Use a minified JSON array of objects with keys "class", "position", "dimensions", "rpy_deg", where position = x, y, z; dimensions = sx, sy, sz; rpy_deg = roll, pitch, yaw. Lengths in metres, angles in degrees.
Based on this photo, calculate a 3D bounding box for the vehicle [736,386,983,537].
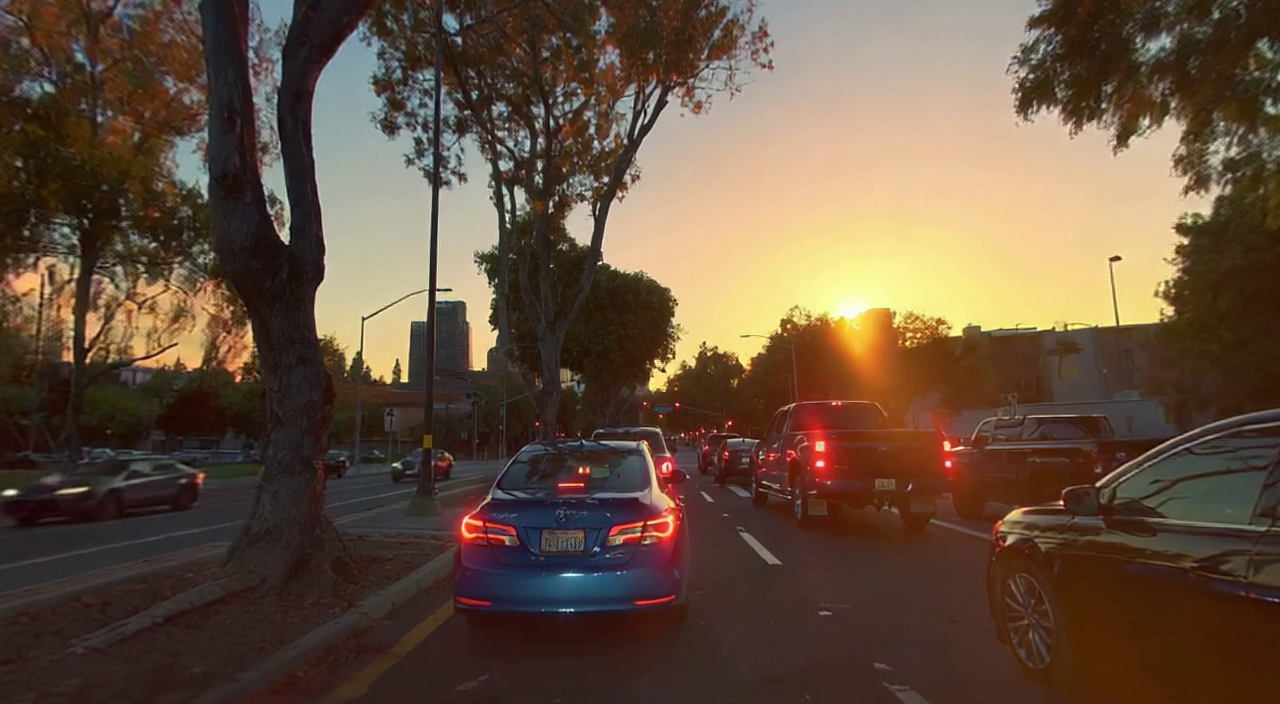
[{"class":"vehicle","position":[3.514,1.957,11.710],"dimensions":[2.444,2.098,5.766],"rpy_deg":[0,-9,-1]}]

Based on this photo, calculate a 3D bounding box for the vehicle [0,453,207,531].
[{"class":"vehicle","position":[-12.767,3.201,14.919],"dimensions":[1.926,1.519,4.104],"rpy_deg":[0,-9,1]}]

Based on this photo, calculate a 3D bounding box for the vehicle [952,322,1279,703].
[{"class":"vehicle","position":[3.157,0.758,2.078],"dimensions":[1.982,1.709,4.427],"rpy_deg":[0,-9,1]}]

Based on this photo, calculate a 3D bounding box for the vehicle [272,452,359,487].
[{"class":"vehicle","position":[-16.020,5.782,31.243],"dimensions":[1.966,1.563,4.203],"rpy_deg":[0,-9,1]}]

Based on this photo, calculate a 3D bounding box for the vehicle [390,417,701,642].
[{"class":"vehicle","position":[-0.584,1.502,6.336],"dimensions":[2.111,1.506,4.018],"rpy_deg":[0,-9,2]}]
